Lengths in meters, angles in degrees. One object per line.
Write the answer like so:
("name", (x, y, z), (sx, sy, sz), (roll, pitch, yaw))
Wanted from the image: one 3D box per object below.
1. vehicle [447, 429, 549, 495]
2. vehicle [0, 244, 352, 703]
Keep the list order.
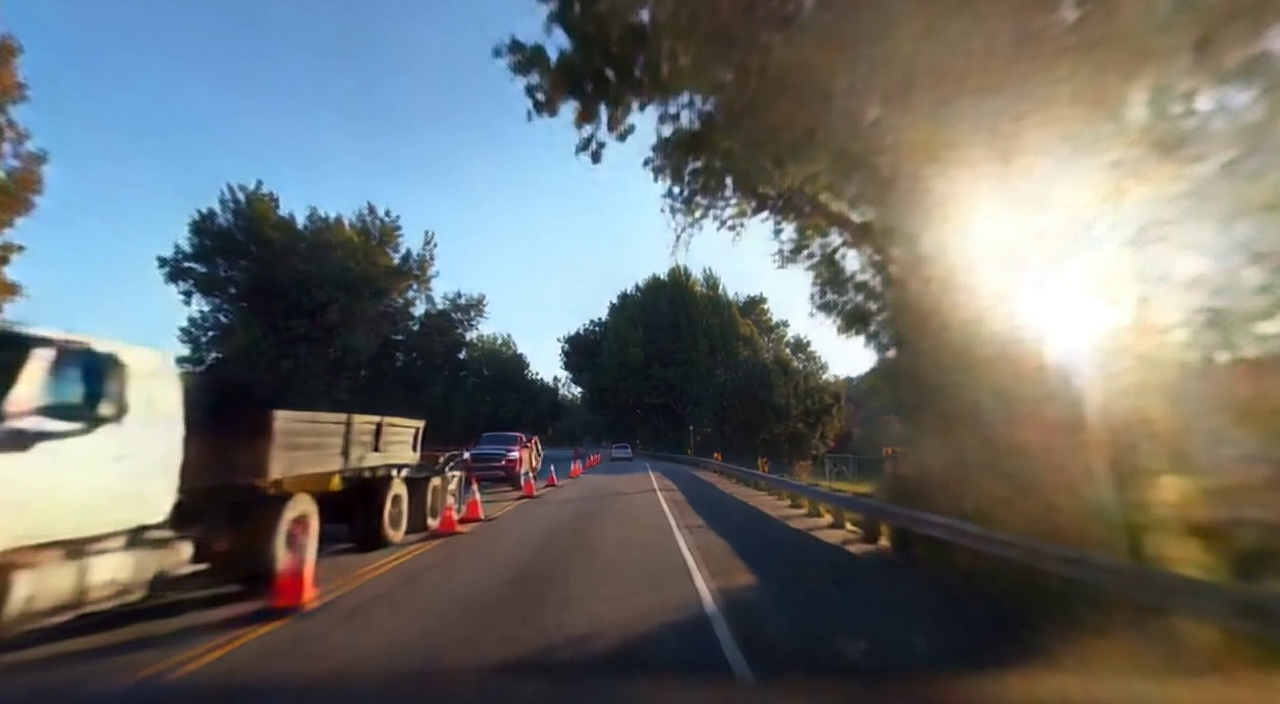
("vehicle", (-4.661, 3.706, 21.739), (2.128, 1.944, 5.555), (0, -8, 1))
("vehicle", (-4.517, 0.941, 5.182), (2.380, 2.488, 4.028), (0, -8, -1))
